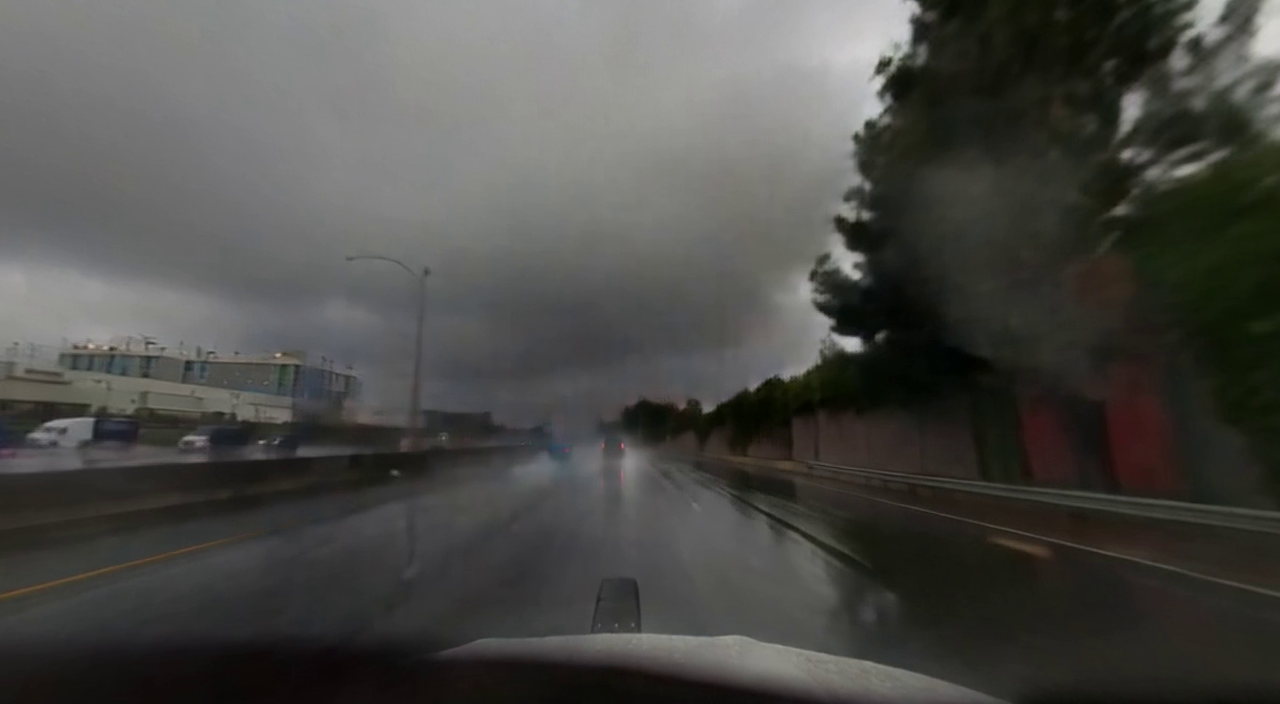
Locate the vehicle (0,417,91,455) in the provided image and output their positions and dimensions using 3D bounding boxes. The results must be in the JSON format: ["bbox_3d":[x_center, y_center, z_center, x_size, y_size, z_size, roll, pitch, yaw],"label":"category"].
[{"bbox_3d":[-41.679,5.743,42.805,5.841,2.498,2.655,0,-8,-5],"label":"vehicle"}]

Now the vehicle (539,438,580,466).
[{"bbox_3d":[-4.755,5.992,37.825,2.045,1.547,4.162,0,-8,-2],"label":"vehicle"}]

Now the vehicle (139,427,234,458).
[{"bbox_3d":[-30.765,6.152,42.822,4.674,1.939,2.061,0,-8,-7],"label":"vehicle"}]
